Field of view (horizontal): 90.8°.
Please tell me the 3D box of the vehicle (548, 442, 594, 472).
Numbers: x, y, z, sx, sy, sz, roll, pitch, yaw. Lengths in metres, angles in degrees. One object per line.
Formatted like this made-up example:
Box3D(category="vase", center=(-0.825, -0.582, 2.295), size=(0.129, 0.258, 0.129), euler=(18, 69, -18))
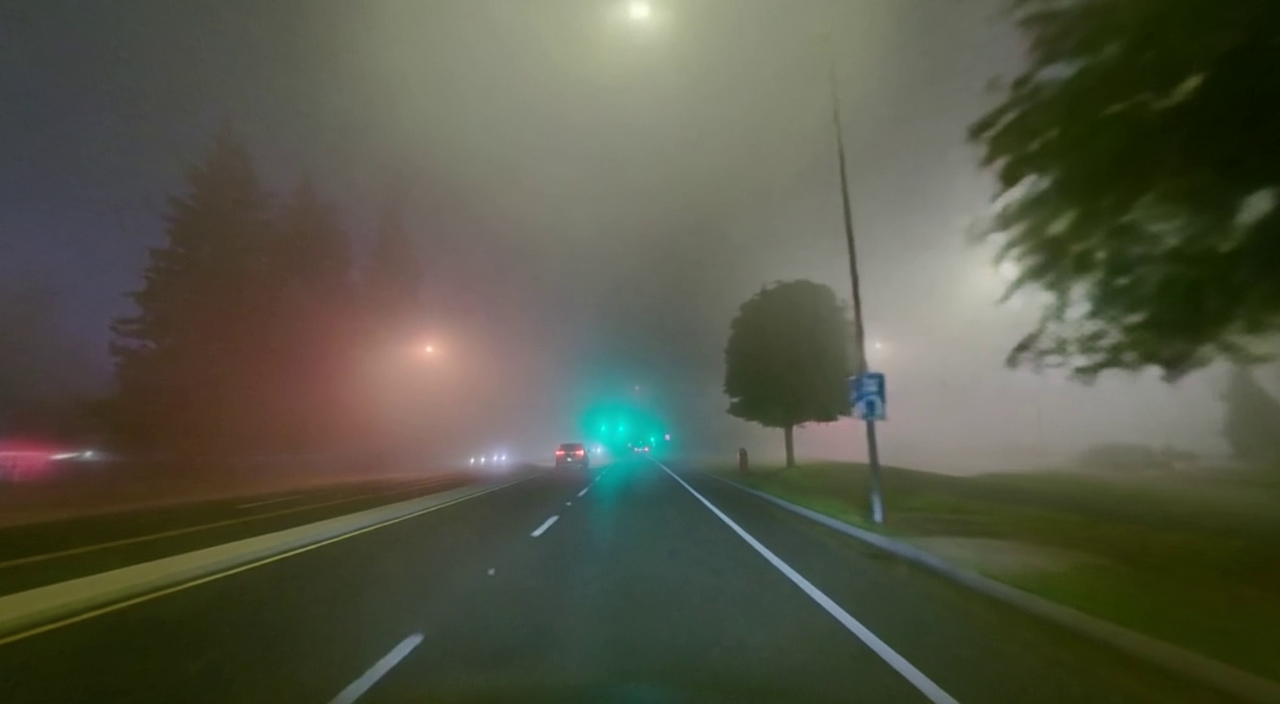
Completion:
Box3D(category="vehicle", center=(-3.570, 5.519, 33.469), size=(1.992, 1.447, 4.044), euler=(-1, -8, 0))
